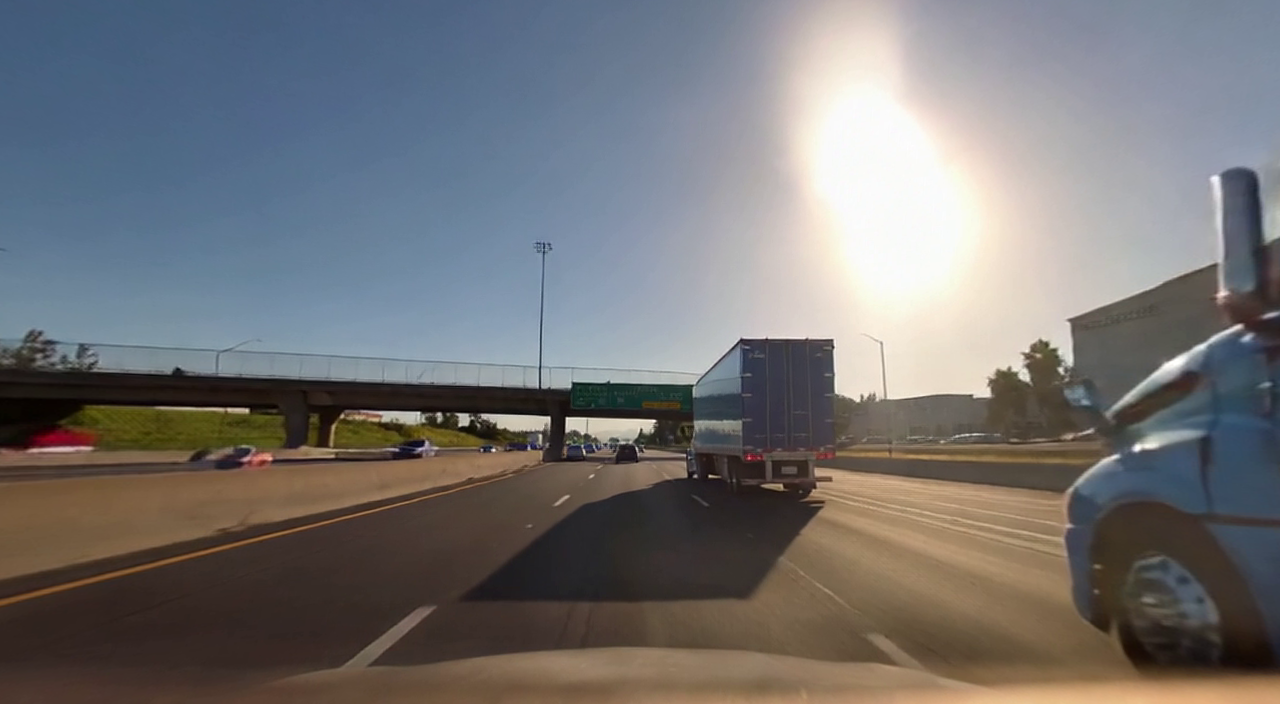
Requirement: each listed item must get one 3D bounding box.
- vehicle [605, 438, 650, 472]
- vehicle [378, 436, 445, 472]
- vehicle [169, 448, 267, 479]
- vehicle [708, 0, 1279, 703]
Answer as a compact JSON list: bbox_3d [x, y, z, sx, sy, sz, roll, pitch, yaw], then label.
[{"bbox_3d":[-0.669,5.453,33.517,2.191,1.685,4.015,0,-9,-1],"label":"vehicle"},{"bbox_3d":[-14.545,6.526,40.594,2.213,2.161,5.648,0,-9,-1],"label":"vehicle"},{"bbox_3d":[-21.798,5.774,32.899,2.109,1.470,4.501,0,-9,-2],"label":"vehicle"},{"bbox_3d":[3.355,0.395,7.998,2.996,4.123,15.965,0,-9,-1],"label":"vehicle"}]
